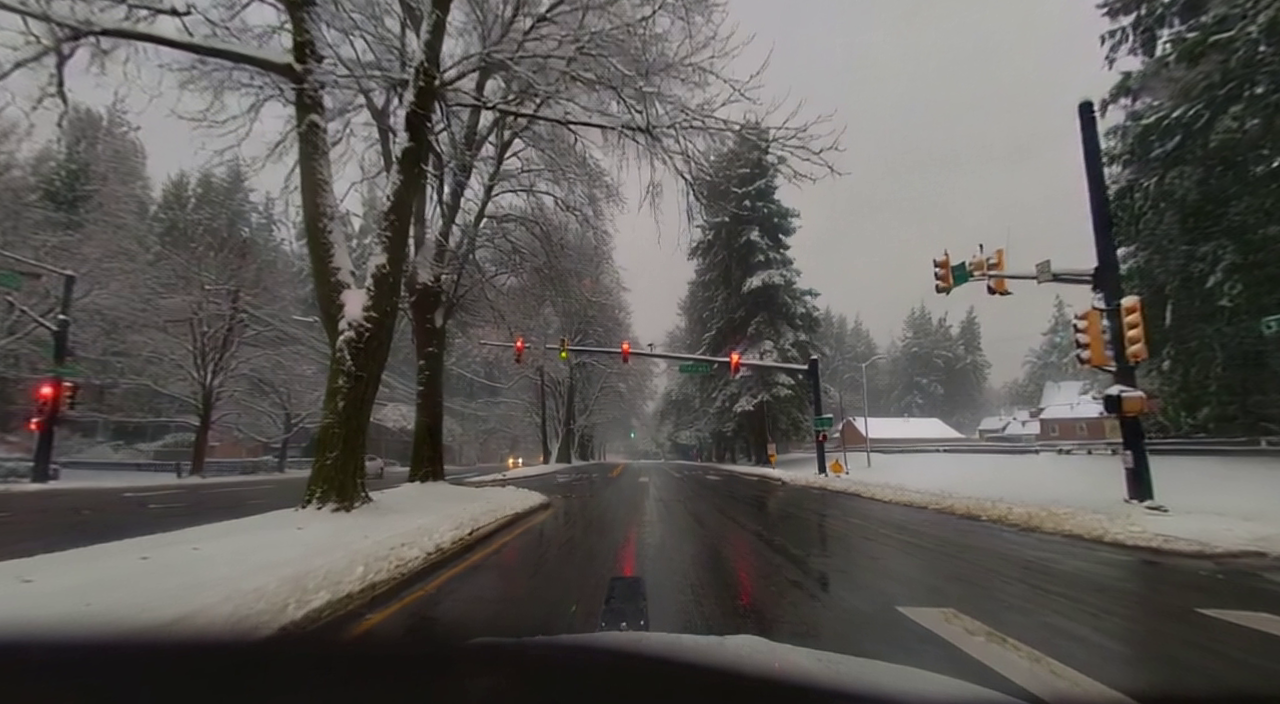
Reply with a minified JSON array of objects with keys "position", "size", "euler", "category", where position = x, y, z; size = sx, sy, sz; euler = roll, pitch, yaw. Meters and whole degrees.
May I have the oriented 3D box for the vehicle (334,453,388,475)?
[{"position":[-20.597,8.285,46.742],"size":[1.965,1.475,4.269],"euler":[-1,-8,2],"category":"vehicle"}]
